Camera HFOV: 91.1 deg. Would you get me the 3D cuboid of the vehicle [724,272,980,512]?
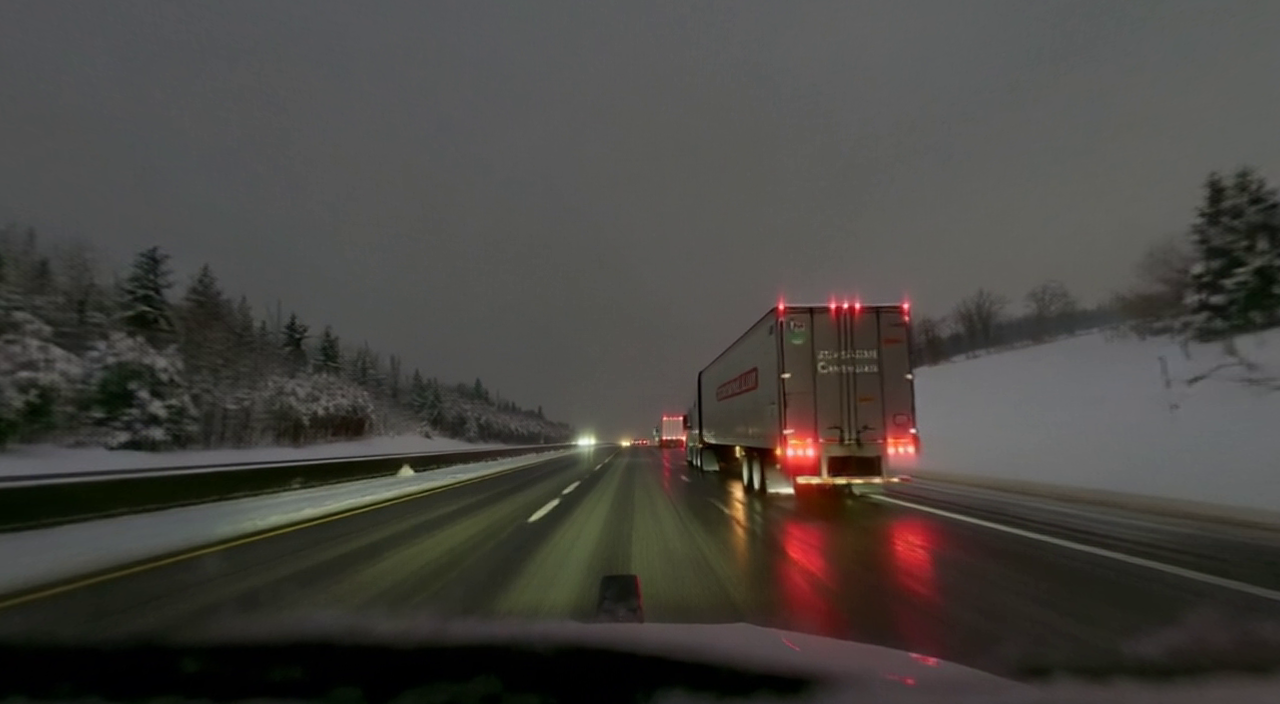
[{"bbox_3d":[4.042,1.239,14.788,2.840,3.947,8.920,0,-8,0],"label":"vehicle"}]
